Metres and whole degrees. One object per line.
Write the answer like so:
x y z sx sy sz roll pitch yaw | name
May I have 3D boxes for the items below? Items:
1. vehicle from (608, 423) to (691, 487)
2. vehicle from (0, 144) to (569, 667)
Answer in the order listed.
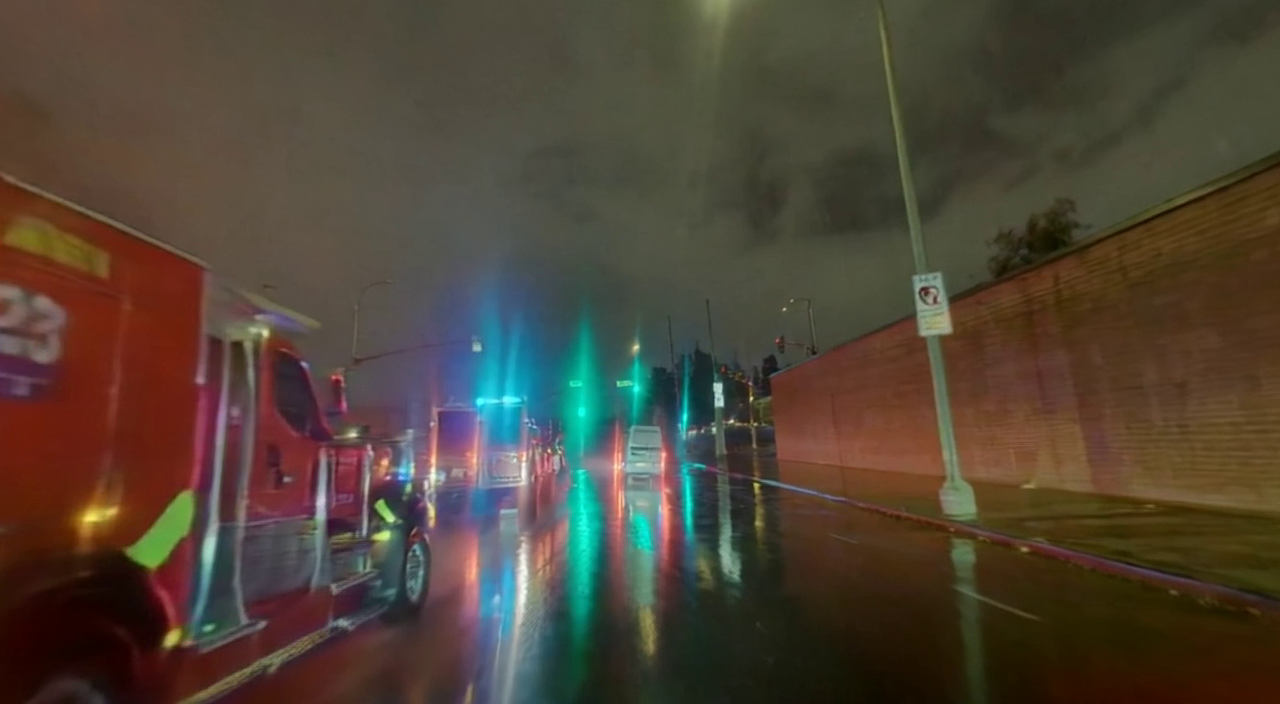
0.151 3.341 20.877 2.332 1.831 4.930 0 -8 -4 | vehicle
-3.599 1.186 10.756 3.631 3.655 12.773 0 -8 -1 | vehicle
